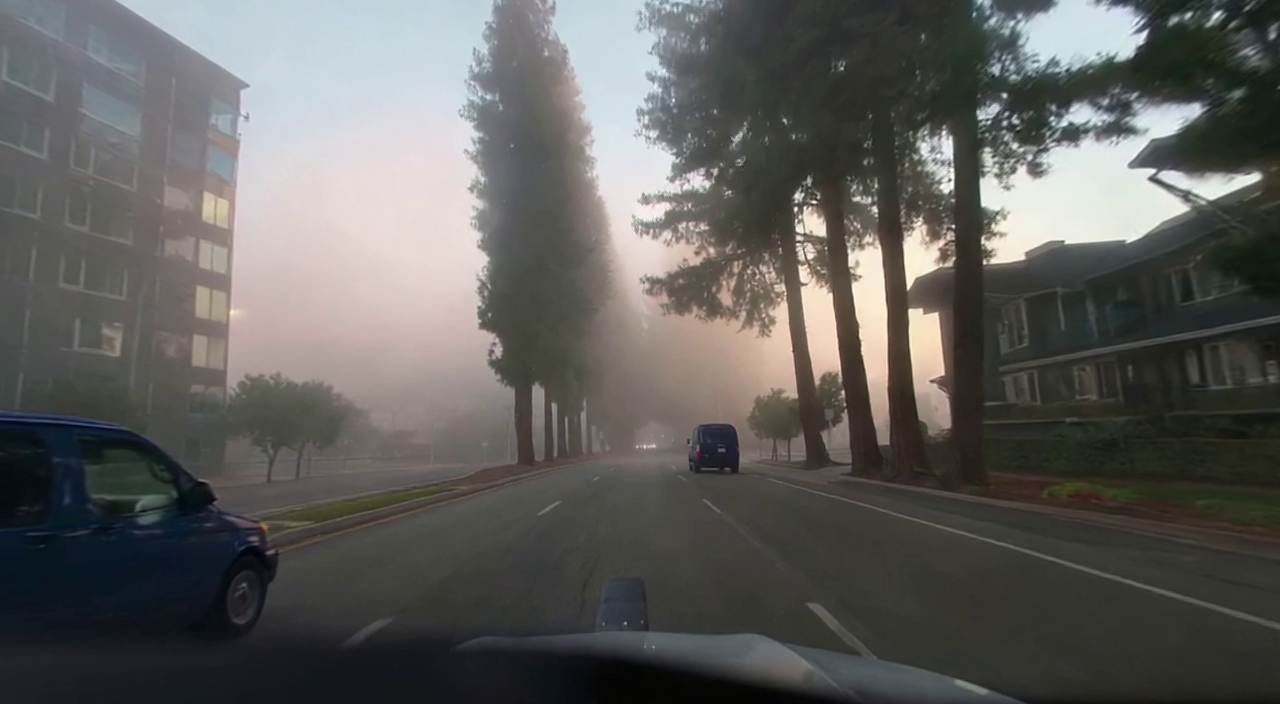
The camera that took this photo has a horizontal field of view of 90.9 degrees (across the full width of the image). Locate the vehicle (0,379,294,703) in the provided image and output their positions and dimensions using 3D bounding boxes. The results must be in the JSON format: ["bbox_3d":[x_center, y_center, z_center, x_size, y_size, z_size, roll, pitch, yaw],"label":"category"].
[{"bbox_3d":[-3.651,0.886,2.299,2.129,1.602,4.532,0,-8,1],"label":"vehicle"}]

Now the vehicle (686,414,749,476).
[{"bbox_3d":[3.582,4.475,30.487,2.349,2.671,5.744,0,-8,0],"label":"vehicle"}]
